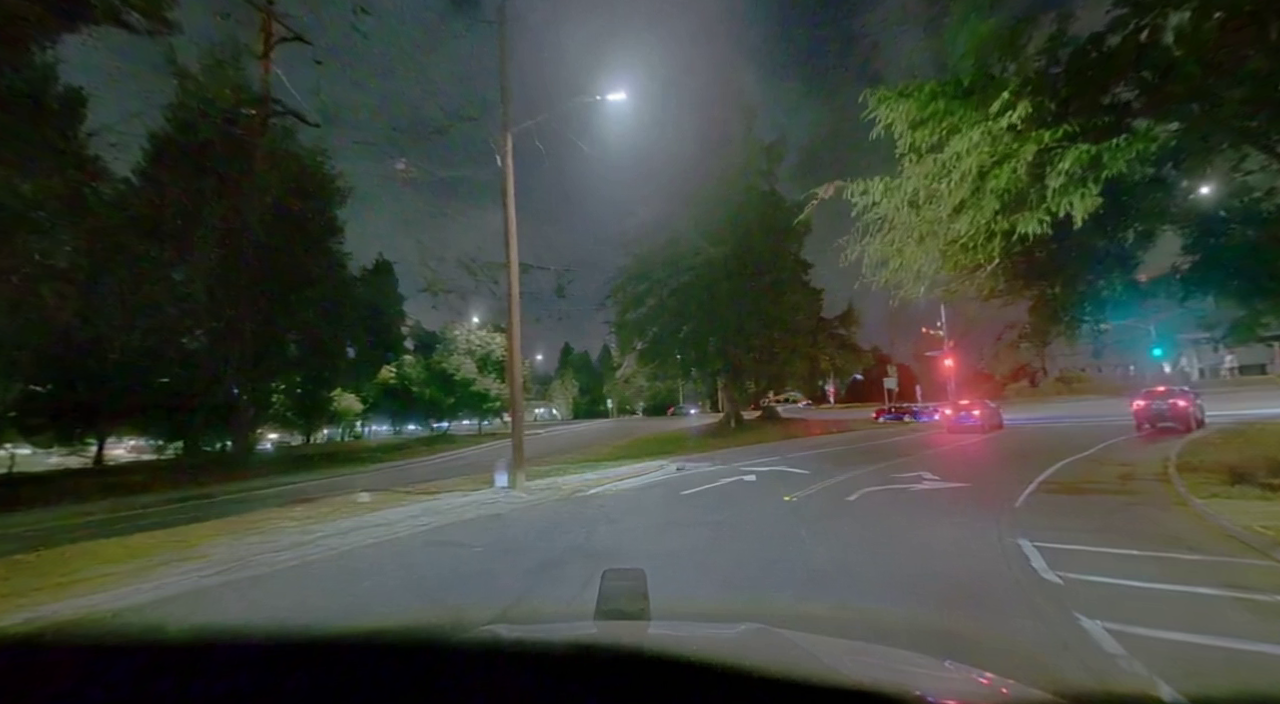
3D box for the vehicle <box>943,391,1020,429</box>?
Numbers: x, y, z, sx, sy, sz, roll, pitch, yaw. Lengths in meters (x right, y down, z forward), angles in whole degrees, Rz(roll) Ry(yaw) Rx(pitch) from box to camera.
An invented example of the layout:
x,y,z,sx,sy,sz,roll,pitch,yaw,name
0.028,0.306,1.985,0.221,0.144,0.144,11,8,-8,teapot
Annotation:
x,y,z,sx,sy,sz,roll,pitch,yaw,name
17.934,3.103,33.025,4.704,1.726,1.928,7,-11,-41,vehicle
